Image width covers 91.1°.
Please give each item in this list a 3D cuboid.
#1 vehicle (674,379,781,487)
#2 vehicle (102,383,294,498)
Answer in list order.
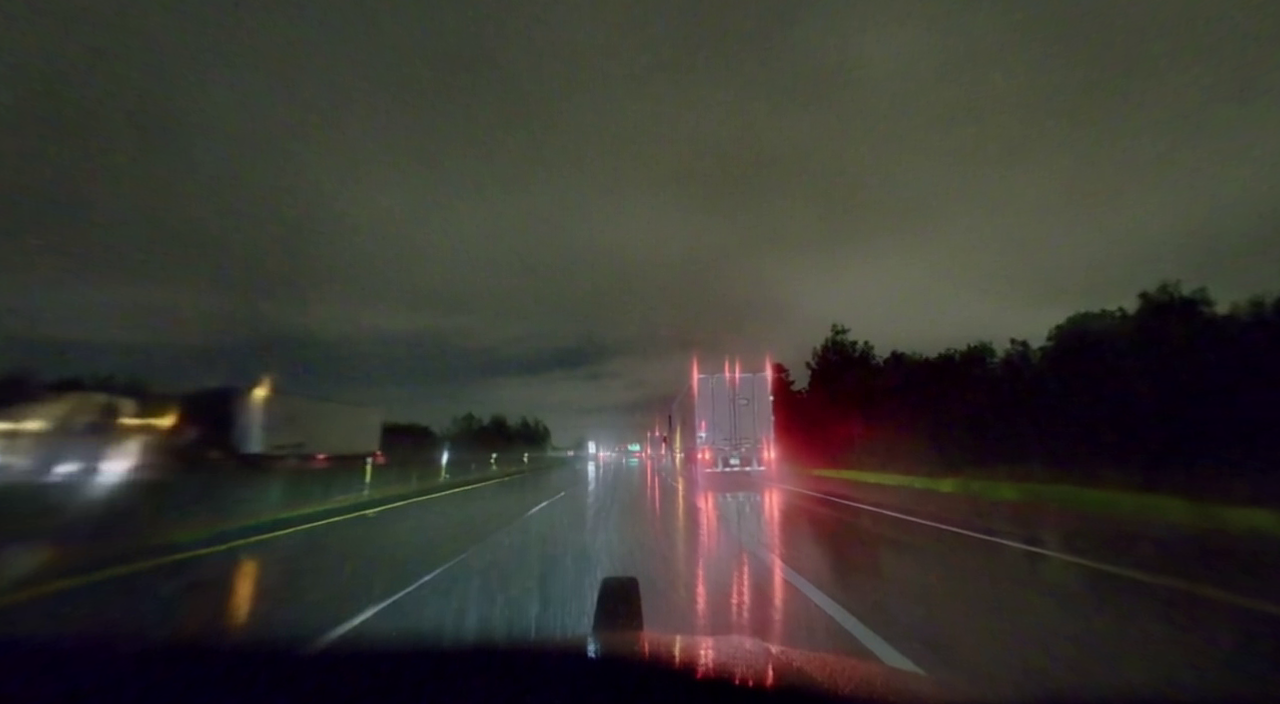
[{"bbox_3d":[3.602,4.023,30.130,3.037,3.999,13.133,0,-9,-1],"label":"vehicle"},{"bbox_3d":[-17.092,3.526,25.000,3.069,3.980,6.061,0,-9,-1],"label":"vehicle"}]
